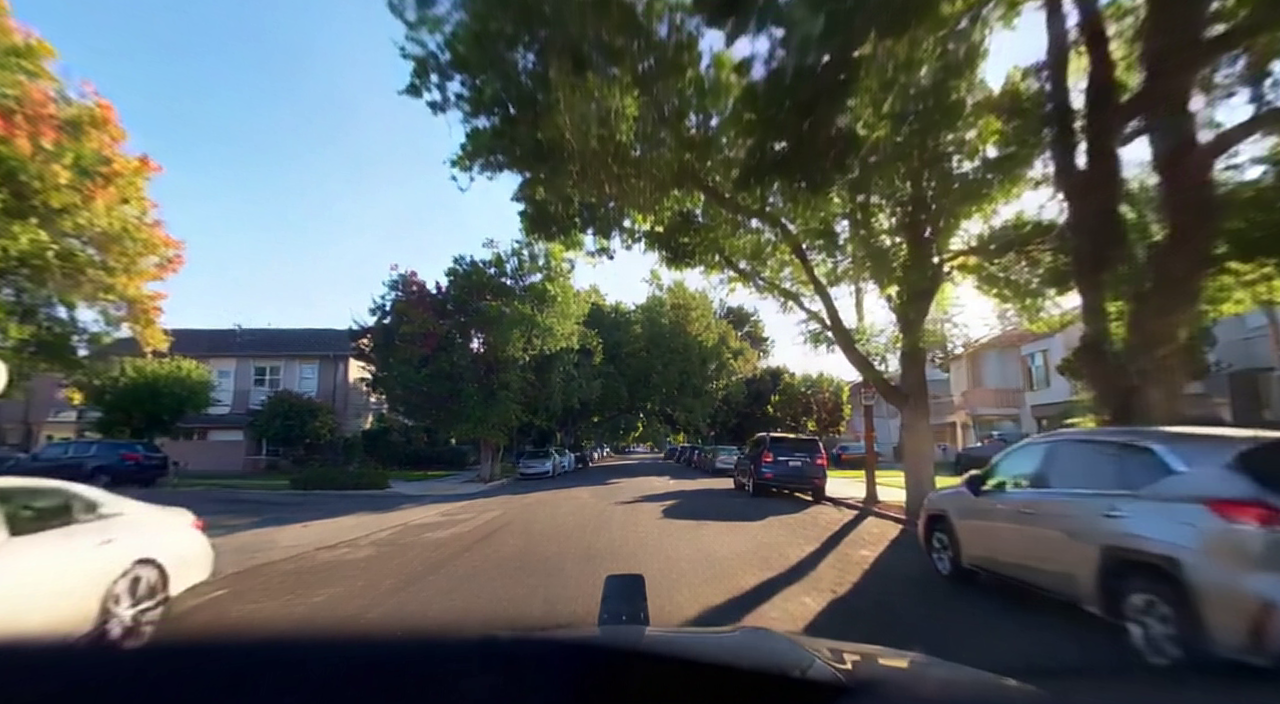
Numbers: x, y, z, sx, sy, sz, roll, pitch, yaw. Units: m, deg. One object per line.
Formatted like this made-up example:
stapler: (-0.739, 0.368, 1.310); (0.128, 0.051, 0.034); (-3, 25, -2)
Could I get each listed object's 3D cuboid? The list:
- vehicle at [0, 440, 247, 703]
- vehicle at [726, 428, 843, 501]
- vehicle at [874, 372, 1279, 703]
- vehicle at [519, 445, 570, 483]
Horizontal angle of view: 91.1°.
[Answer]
vehicle: (-4.505, 1.314, 3.390); (1.934, 1.547, 4.400); (-1, -7, 0)
vehicle: (4.128, 3.340, 19.053); (2.215, 1.897, 5.131); (0, -9, -1)
vehicle: (3.894, 1.352, 5.206); (2.077, 1.788, 4.480); (2, -9, -2)
vehicle: (-4.440, 5.236, 29.678); (1.870, 1.562, 4.212); (-1, -8, -2)
